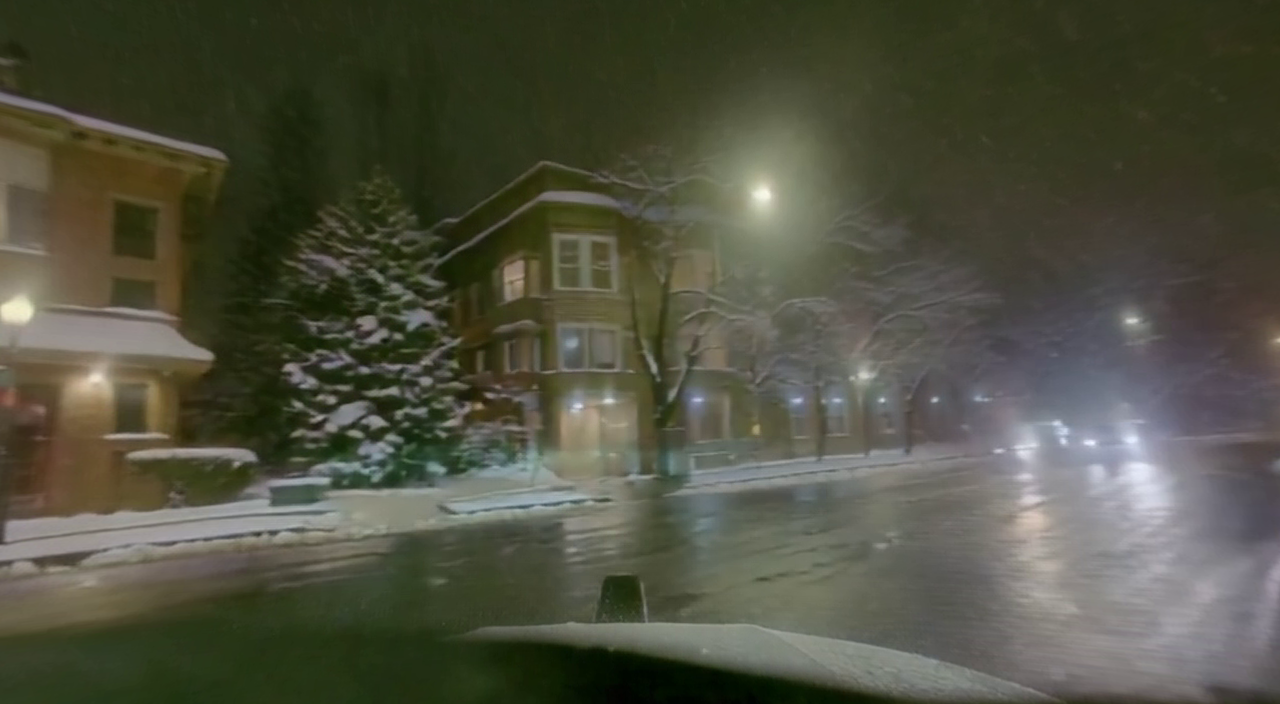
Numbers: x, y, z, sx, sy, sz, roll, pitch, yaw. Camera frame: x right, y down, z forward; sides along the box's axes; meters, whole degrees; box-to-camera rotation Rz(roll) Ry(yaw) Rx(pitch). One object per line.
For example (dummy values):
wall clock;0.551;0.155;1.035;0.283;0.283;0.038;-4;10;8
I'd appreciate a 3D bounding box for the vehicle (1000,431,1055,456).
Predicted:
vehicle;24.269;5.730;39.488;4.201;1.440;1.719;7;-11;-43

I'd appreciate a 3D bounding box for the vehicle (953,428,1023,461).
vehicle;19.324;5.104;35.020;4.335;1.708;2.075;7;-11;-43

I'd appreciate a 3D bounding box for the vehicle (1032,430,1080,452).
vehicle;28.667;6.135;43.488;1.881;1.459;4.202;-8;-12;44
